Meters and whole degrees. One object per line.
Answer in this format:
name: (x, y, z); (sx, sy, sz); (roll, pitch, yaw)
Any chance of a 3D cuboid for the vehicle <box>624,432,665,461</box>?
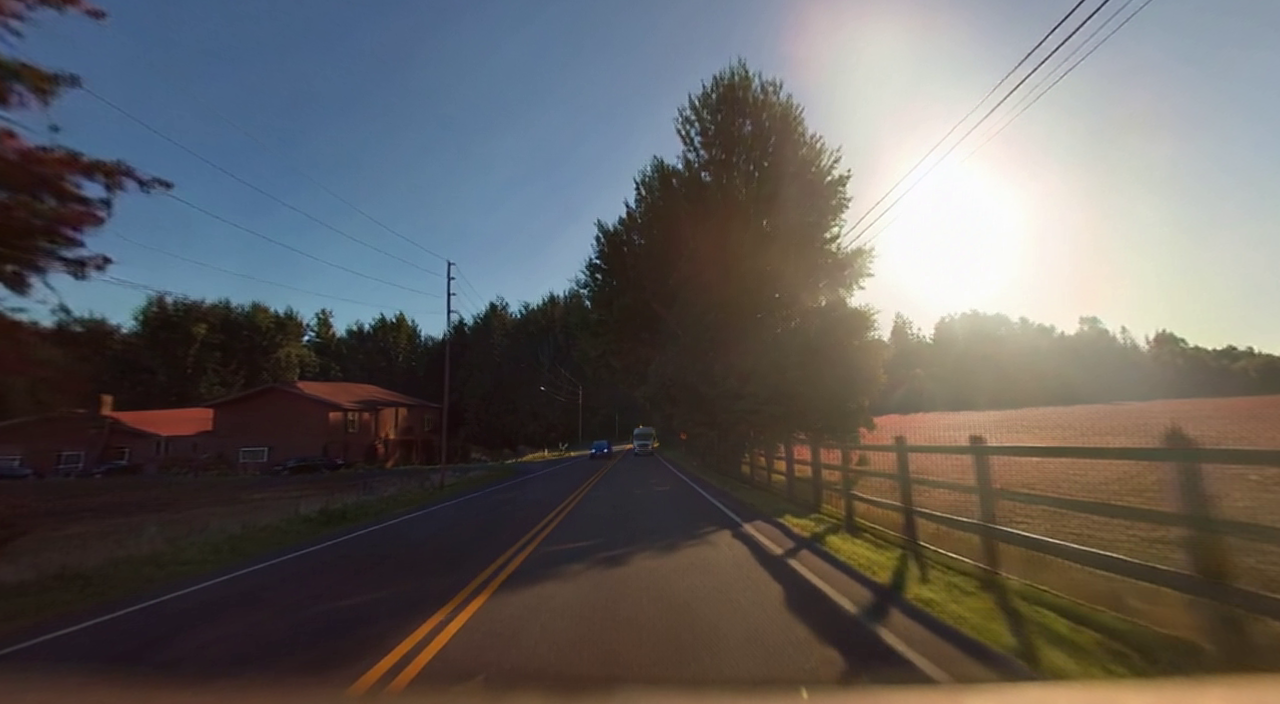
vehicle: (0.186, 6.592, 44.121); (2.649, 1.870, 5.885); (0, -8, -2)
